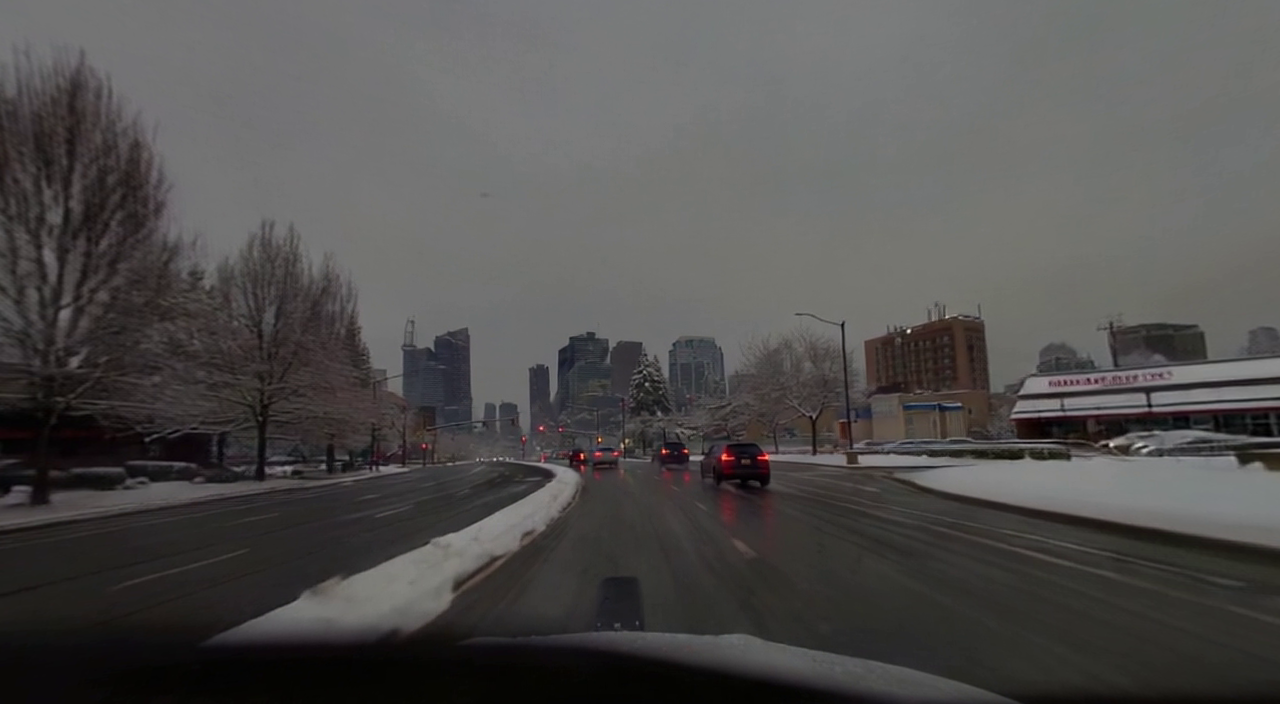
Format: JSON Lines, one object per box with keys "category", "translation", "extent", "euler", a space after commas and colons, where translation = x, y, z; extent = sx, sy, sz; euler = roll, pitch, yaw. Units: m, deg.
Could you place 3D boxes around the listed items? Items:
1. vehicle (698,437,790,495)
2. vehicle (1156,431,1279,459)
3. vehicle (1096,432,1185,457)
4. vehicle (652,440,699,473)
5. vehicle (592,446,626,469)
{"category": "vehicle", "translation": [3.112, 3.494, 19.790], "extent": [1.966, 1.596, 3.980], "euler": [0, -9, -4]}
{"category": "vehicle", "translation": [32.285, 5.216, 35.415], "extent": [4.860, 1.461, 2.041], "euler": [0, -8, 0]}
{"category": "vehicle", "translation": [32.409, 5.980, 40.999], "extent": [4.032, 1.560, 2.059], "euler": [0, -9, -1]}
{"category": "vehicle", "translation": [1.995, 5.993, 36.574], "extent": [2.046, 1.768, 4.370], "euler": [1, -9, -5]}
{"category": "vehicle", "translation": [-2.240, 7.368, 44.344], "extent": [2.068, 1.512, 3.987], "euler": [1, -9, -8]}
